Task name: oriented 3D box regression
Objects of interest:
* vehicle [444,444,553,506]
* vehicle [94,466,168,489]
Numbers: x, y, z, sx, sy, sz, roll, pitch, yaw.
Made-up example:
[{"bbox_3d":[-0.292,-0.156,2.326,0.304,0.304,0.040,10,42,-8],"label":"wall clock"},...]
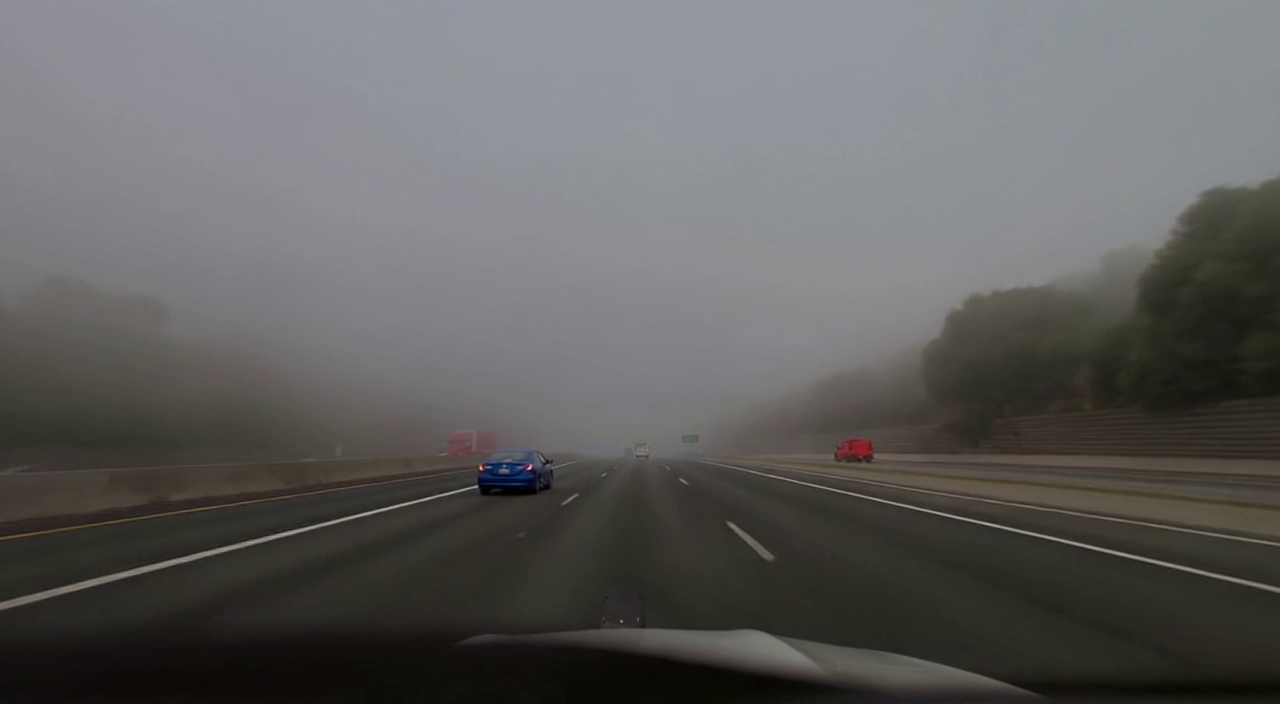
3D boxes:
[{"bbox_3d":[-3.664,3.262,17.206,1.873,1.438,4.546,-1,-9,1],"label":"vehicle"},{"bbox_3d":[-35.365,8.714,43.986,1.724,1.413,4.221,0,-9,-1],"label":"vehicle"}]
